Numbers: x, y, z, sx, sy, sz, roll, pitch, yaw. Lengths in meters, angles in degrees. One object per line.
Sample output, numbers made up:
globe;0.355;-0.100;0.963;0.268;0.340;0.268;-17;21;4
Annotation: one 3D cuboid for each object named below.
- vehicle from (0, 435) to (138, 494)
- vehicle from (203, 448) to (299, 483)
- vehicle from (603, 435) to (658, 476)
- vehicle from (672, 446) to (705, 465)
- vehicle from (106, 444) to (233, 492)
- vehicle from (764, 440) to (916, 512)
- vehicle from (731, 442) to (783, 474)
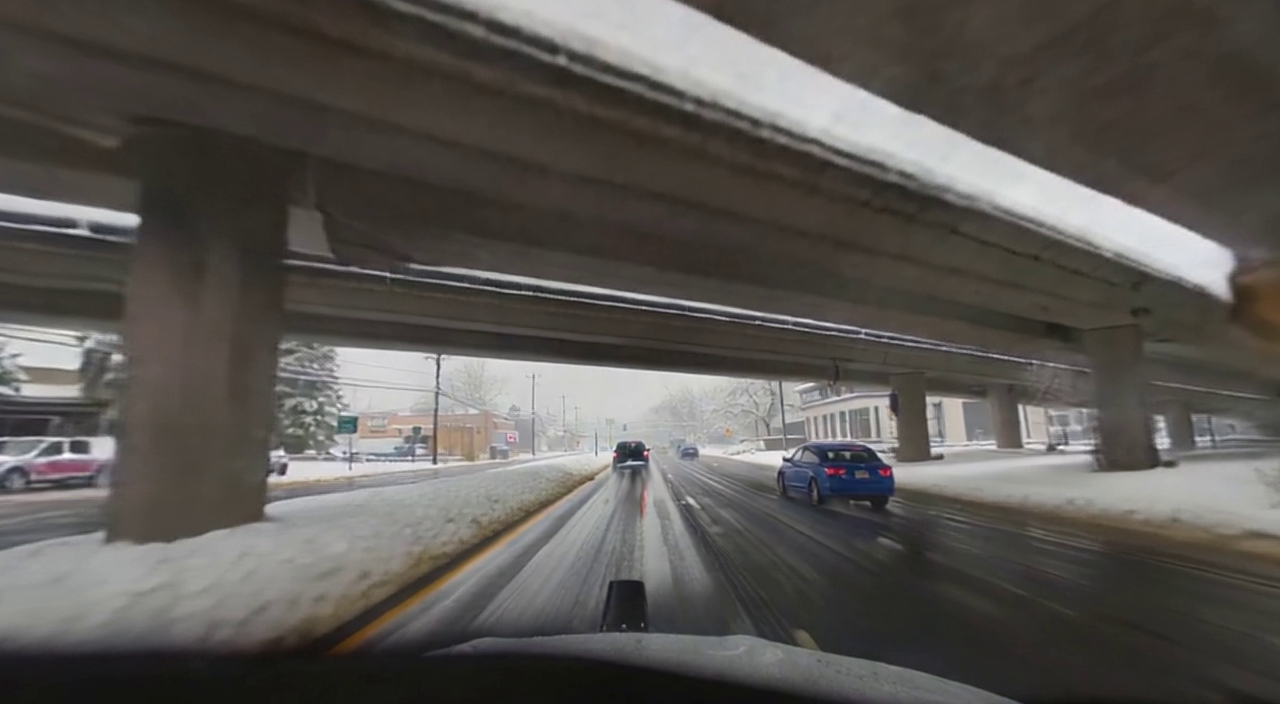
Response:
vehicle;-25.397;4.679;26.664;2.510;2.180;7.492;0;-9;-4
vehicle;-19.421;5.657;31.744;1.913;1.612;4.505;0;-8;0
vehicle;-0.414;4.937;30.327;2.441;1.813;4.581;0;-8;0
vehicle;3.684;7.921;48.572;2.126;1.375;4.241;0;-8;-1
vehicle;-19.746;4.845;26.744;1.989;1.820;4.427;0;-8;-1
vehicle;4.675;2.953;15.571;1.954;1.479;4.557;0;-8;-4
vehicle;6.476;5.898;35.314;1.974;1.663;4.299;0;-8;-1
